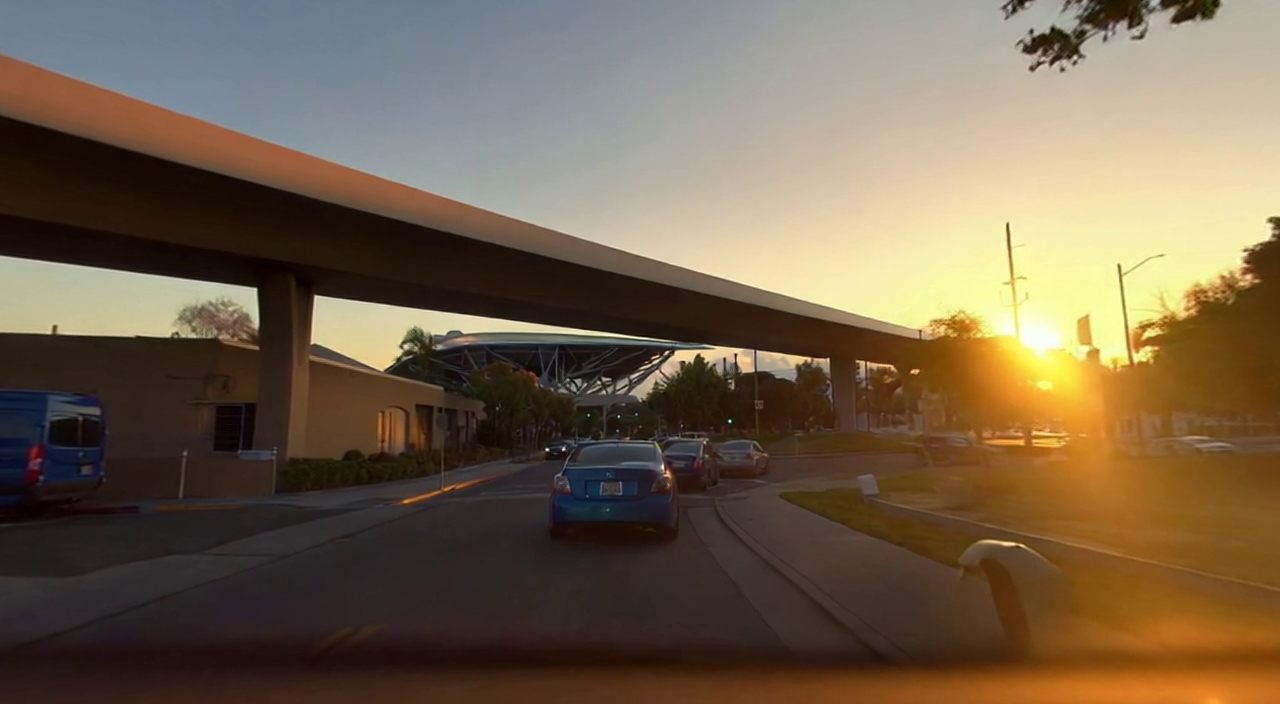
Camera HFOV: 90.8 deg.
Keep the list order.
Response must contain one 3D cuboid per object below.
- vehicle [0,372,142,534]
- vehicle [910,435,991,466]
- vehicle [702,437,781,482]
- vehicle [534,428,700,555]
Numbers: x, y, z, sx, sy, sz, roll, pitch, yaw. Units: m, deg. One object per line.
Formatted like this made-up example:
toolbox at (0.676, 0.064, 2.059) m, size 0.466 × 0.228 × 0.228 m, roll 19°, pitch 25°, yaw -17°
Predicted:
vehicle at (-13.512, 1.920, 12.228) m, size 5.356 × 2.762 × 2.644 m, roll 0°, pitch -8°, yaw 1°
vehicle at (19.242, 6.095, 39.188) m, size 4.425 × 1.828 × 2.032 m, roll 4°, pitch -9°, yaw -24°
vehicle at (4.456, 4.591, 27.328) m, size 1.995 × 1.762 × 4.310 m, roll -5°, pitch -10°, yaw 28°
vehicle at (-0.213, 2.106, 10.329) m, size 2.087 × 1.578 × 4.652 m, roll 0°, pitch -8°, yaw 2°
